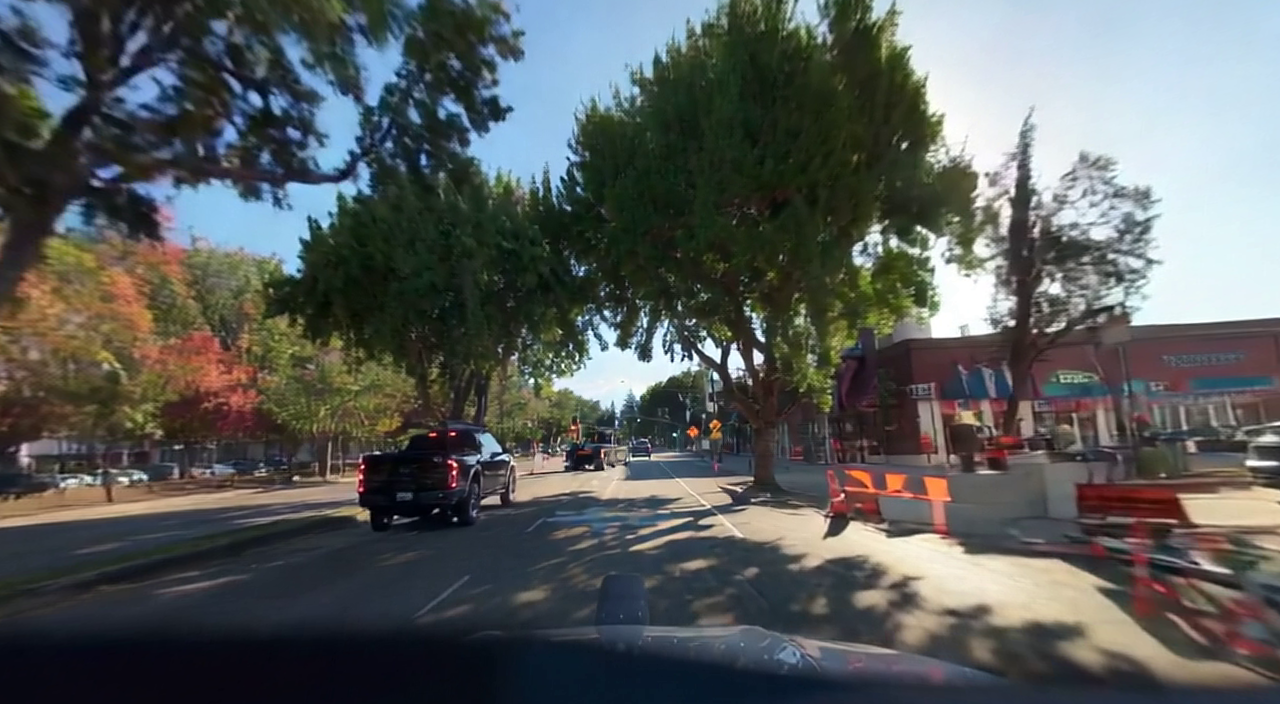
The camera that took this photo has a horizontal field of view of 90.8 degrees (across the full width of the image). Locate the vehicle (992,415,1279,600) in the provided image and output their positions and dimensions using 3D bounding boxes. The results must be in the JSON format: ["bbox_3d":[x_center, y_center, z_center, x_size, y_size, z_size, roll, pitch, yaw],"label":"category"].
[{"bbox_3d":[6.669,1.630,7.289,2.126,1.642,4.888,0,-8,-4],"label":"vehicle"}]

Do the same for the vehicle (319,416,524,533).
[{"bbox_3d":[-3.773,2.217,11.996,2.327,1.775,4.430,0,-8,-1],"label":"vehicle"}]

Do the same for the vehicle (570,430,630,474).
[{"bbox_3d":[-1.943,5.126,32.560,2.424,2.063,5.678,-1,-8,3],"label":"vehicle"}]
